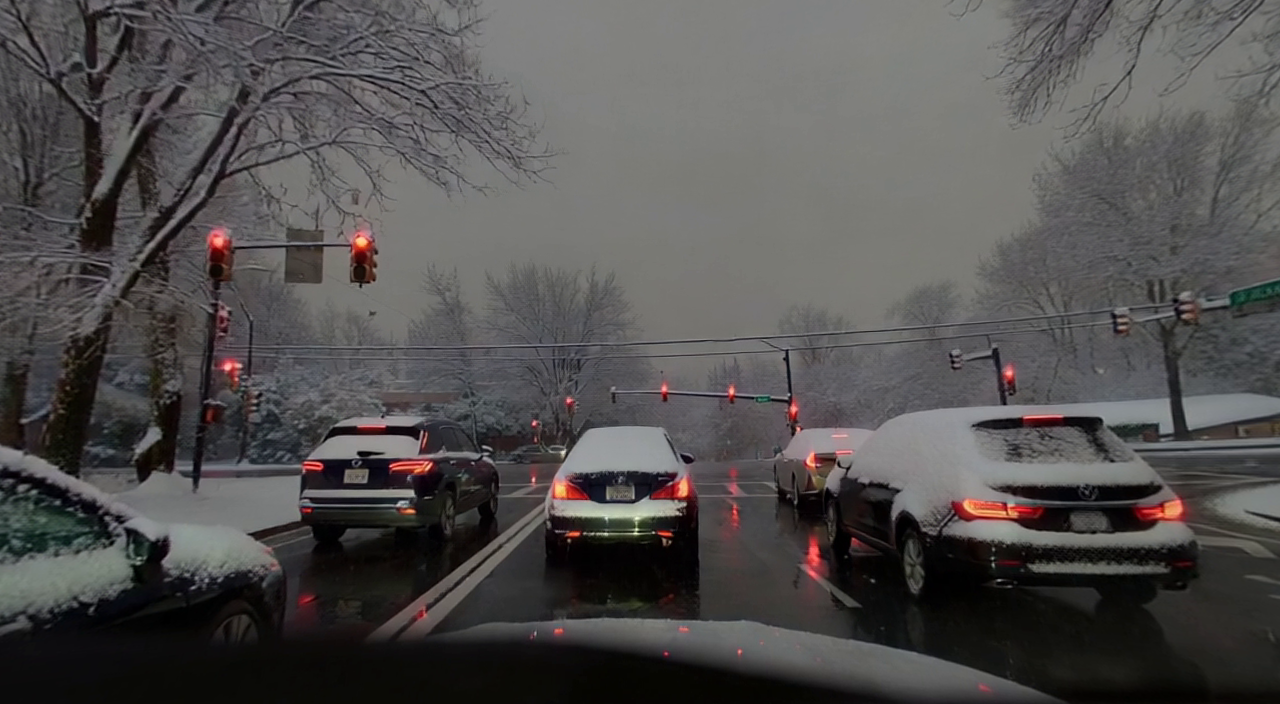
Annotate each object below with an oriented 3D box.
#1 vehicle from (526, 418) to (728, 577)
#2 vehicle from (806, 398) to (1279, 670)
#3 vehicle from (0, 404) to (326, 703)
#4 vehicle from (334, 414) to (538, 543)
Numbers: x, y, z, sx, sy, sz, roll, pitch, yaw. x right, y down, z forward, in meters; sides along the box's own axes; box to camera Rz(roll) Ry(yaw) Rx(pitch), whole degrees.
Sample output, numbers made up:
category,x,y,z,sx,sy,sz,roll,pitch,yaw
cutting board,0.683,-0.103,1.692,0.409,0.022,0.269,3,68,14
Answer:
category,x,y,z,sx,sy,sz,roll,pitch,yaw
vehicle,-0.100,1.802,8.546,2.106,1.655,3.717,0,-8,1
vehicle,3.225,1.445,6.187,2.006,1.659,4.462,0,-8,1
vehicle,-3.352,0.947,2.356,1.863,1.495,4.667,0,-8,2
vehicle,-3.233,2.107,11.154,2.048,1.805,4.405,0,-8,1
